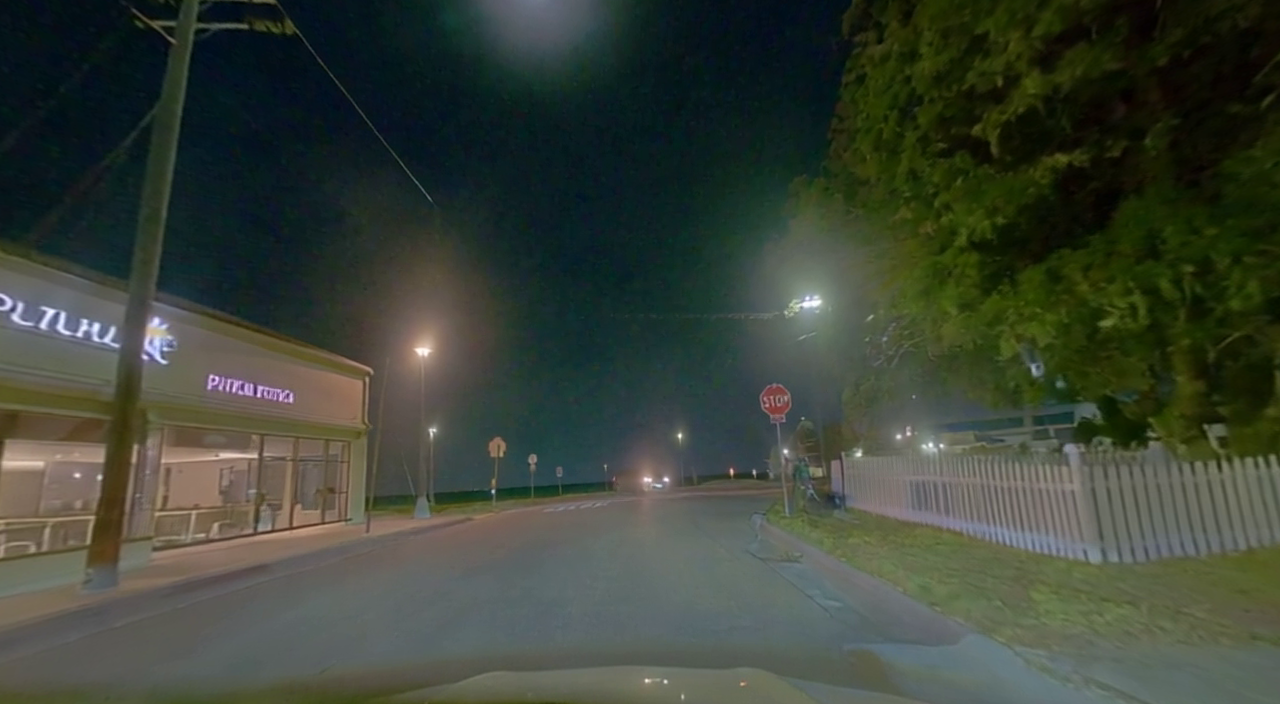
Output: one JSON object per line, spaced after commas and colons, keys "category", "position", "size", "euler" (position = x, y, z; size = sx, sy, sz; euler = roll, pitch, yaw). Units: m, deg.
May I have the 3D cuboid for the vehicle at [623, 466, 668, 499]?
{"category": "vehicle", "position": [0.199, 7.192, 35.188], "size": [2.112, 1.479, 5.323], "euler": [0, -8, -4]}
